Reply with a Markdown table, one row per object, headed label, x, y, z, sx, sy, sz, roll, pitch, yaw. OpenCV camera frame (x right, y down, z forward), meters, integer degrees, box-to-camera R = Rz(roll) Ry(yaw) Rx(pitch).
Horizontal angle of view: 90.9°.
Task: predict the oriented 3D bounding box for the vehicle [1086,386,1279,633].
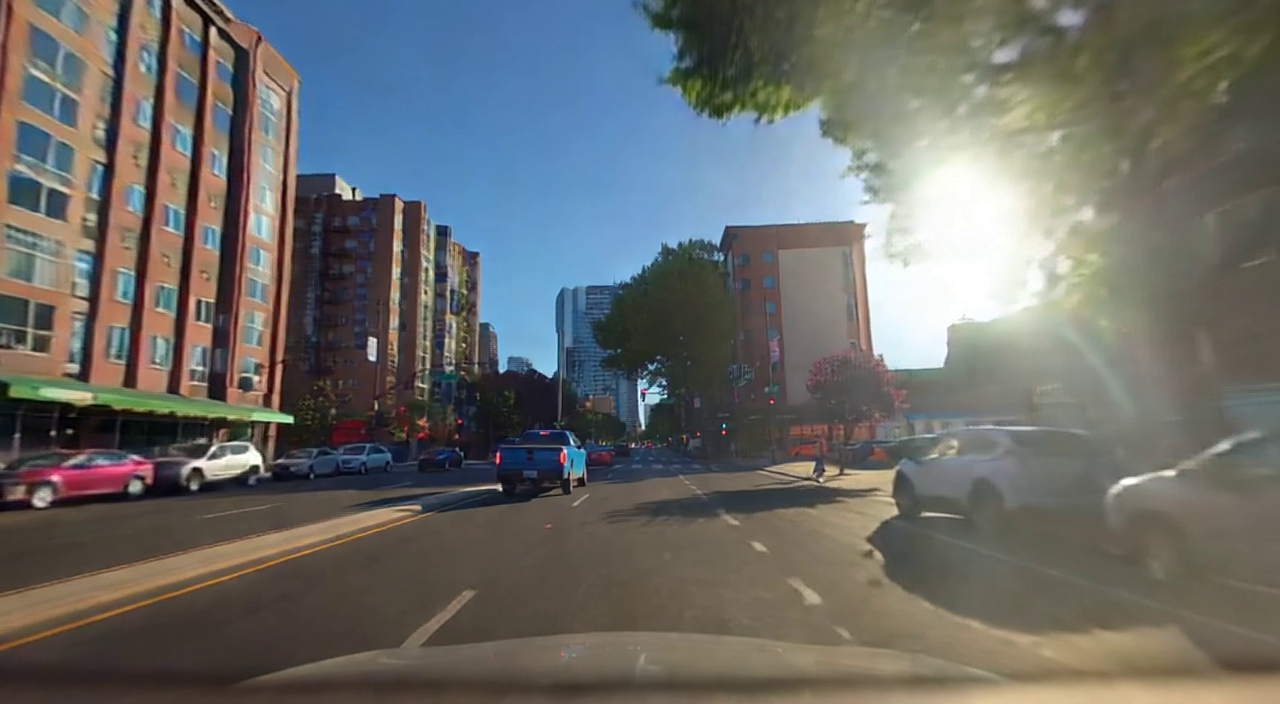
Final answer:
| label | x | y | z | sx | sy | sz | roll | pitch | yaw |
| --- | --- | --- | --- | --- | --- | --- | --- | --- | --- |
| vehicle | 5.819 | 1.112 | 4.286 | 2.043 | 1.841 | 4.842 | 0 | -9 | 1 |

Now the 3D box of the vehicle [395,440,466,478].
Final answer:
| label | x | y | z | sx | sy | sz | roll | pitch | yaw |
| --- | --- | --- | --- | --- | --- | --- | --- | --- | --- |
| vehicle | -9.932 | 5.095 | 30.235 | 1.894 | 1.636 | 4.057 | 0 | -9 | 1 |

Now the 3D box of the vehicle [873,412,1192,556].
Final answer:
| label | x | y | z | sx | sy | sz | roll | pitch | yaw |
| --- | --- | --- | --- | --- | --- | --- | --- | --- | --- |
| vehicle | 5.875 | 2.041 | 10.470 | 2.137 | 1.795 | 4.854 | 0 | -9 | 0 |

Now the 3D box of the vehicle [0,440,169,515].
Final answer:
| label | x | y | z | sx | sy | sz | roll | pitch | yaw |
| --- | --- | --- | --- | --- | --- | --- | --- | --- | --- |
| vehicle | -16.170 | 3.463 | 17.905 | 1.928 | 1.824 | 4.664 | 0 | -9 | 0 |

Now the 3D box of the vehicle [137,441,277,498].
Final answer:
| label | x | y | z | sx | sy | sz | roll | pitch | yaw |
| --- | --- | --- | --- | --- | --- | --- | --- | --- | --- |
| vehicle | -15.973 | 4.309 | 23.657 | 1.948 | 1.827 | 4.730 | -2 | -8 | 0 |

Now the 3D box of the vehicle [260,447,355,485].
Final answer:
| label | x | y | z | sx | sy | sz | roll | pitch | yaw |
| --- | --- | --- | --- | --- | --- | --- | --- | --- | --- |
| vehicle | -16.014 | 5.489 | 30.697 | 2.100 | 1.596 | 4.739 | -2 | -9 | 0 |

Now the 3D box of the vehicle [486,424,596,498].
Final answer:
| label | x | y | z | sx | sy | sz | roll | pitch | yaw |
| --- | --- | --- | --- | --- | --- | --- | --- | --- | --- |
| vehicle | -2.613 | 3.078 | 18.131 | 2.197 | 1.786 | 5.365 | 0 | -9 | 1 |
